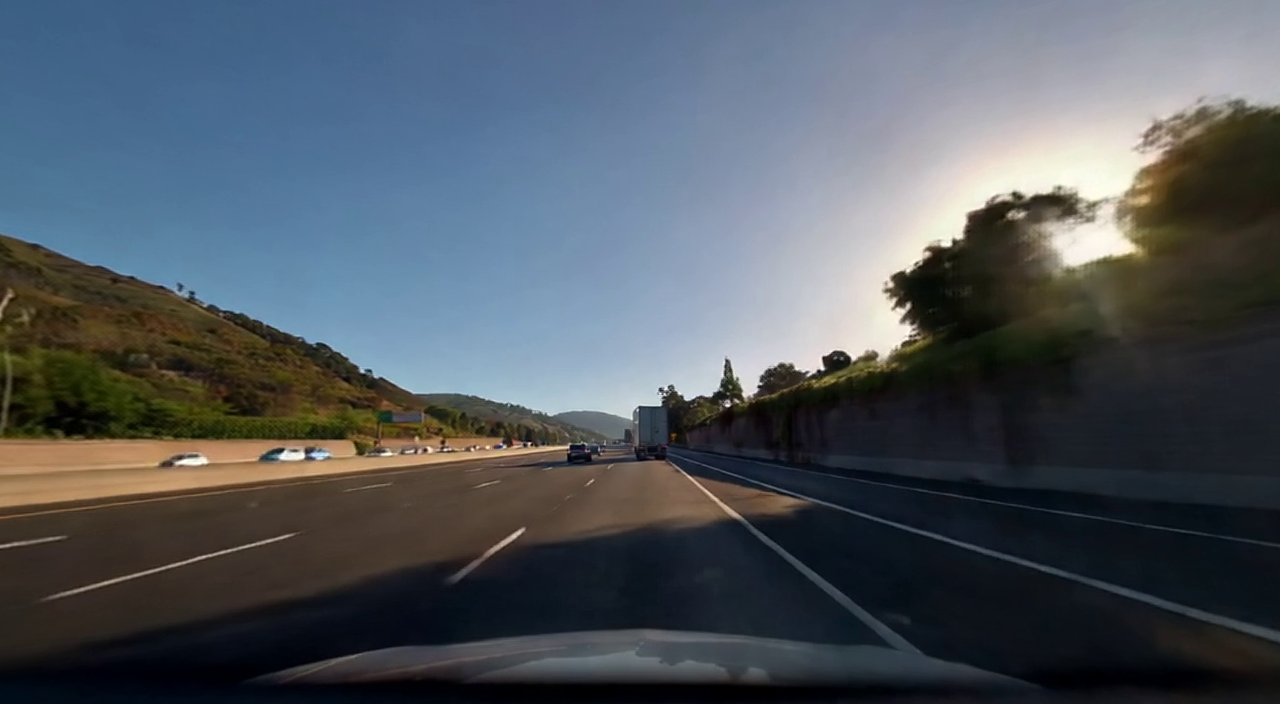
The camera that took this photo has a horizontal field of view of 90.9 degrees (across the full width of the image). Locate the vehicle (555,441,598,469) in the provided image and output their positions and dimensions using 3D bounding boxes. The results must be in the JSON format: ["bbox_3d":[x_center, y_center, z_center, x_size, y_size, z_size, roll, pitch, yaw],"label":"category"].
[{"bbox_3d":[-3.590,5.950,36.481,1.983,1.508,4.060,0,-8,1],"label":"vehicle"}]
